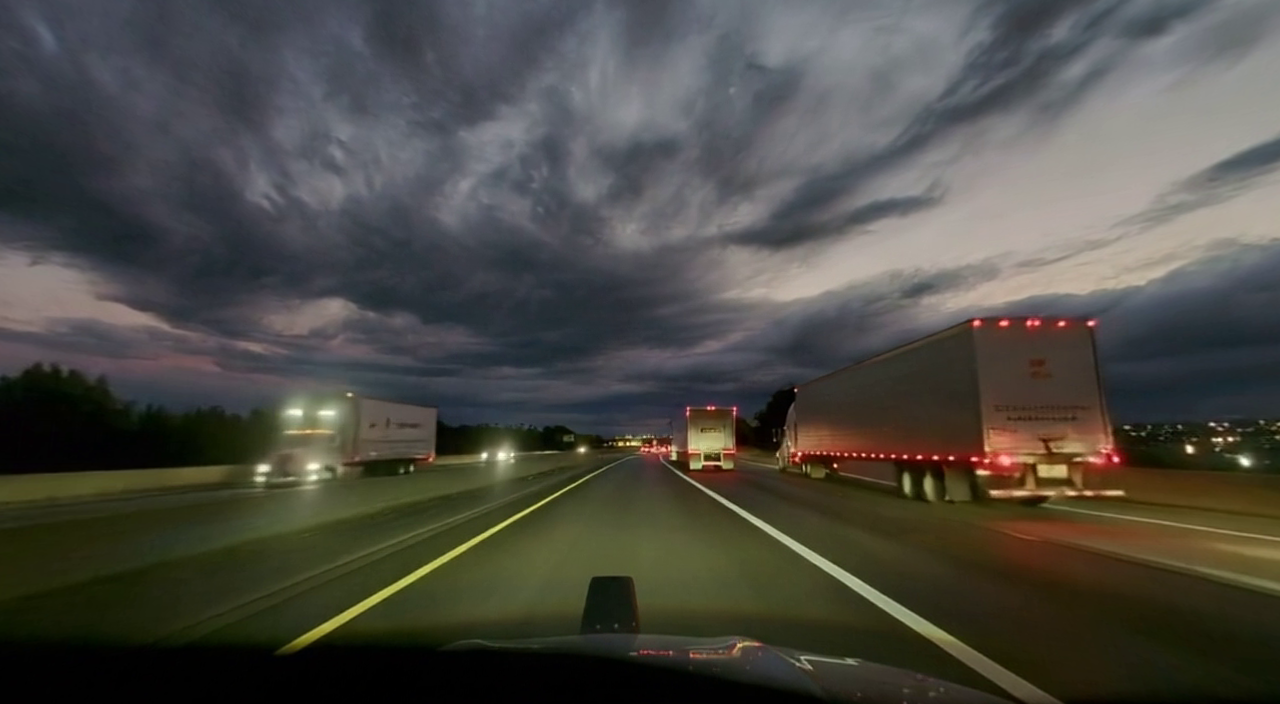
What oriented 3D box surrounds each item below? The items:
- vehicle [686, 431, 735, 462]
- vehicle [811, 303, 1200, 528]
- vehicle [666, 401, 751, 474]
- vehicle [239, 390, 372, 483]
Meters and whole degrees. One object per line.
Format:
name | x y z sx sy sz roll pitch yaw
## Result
vehicle | 3.898 5.309 35.522 2.120 1.651 4.639 0 -8 -1
vehicle | 8.395 2.017 18.199 2.843 4.053 13.777 0 -8 -1
vehicle | 3.799 5.259 39.008 3.288 3.717 13.646 0 -8 -2
vehicle | -16.660 4.287 31.962 3.414 4.278 5.845 0 -8 0
